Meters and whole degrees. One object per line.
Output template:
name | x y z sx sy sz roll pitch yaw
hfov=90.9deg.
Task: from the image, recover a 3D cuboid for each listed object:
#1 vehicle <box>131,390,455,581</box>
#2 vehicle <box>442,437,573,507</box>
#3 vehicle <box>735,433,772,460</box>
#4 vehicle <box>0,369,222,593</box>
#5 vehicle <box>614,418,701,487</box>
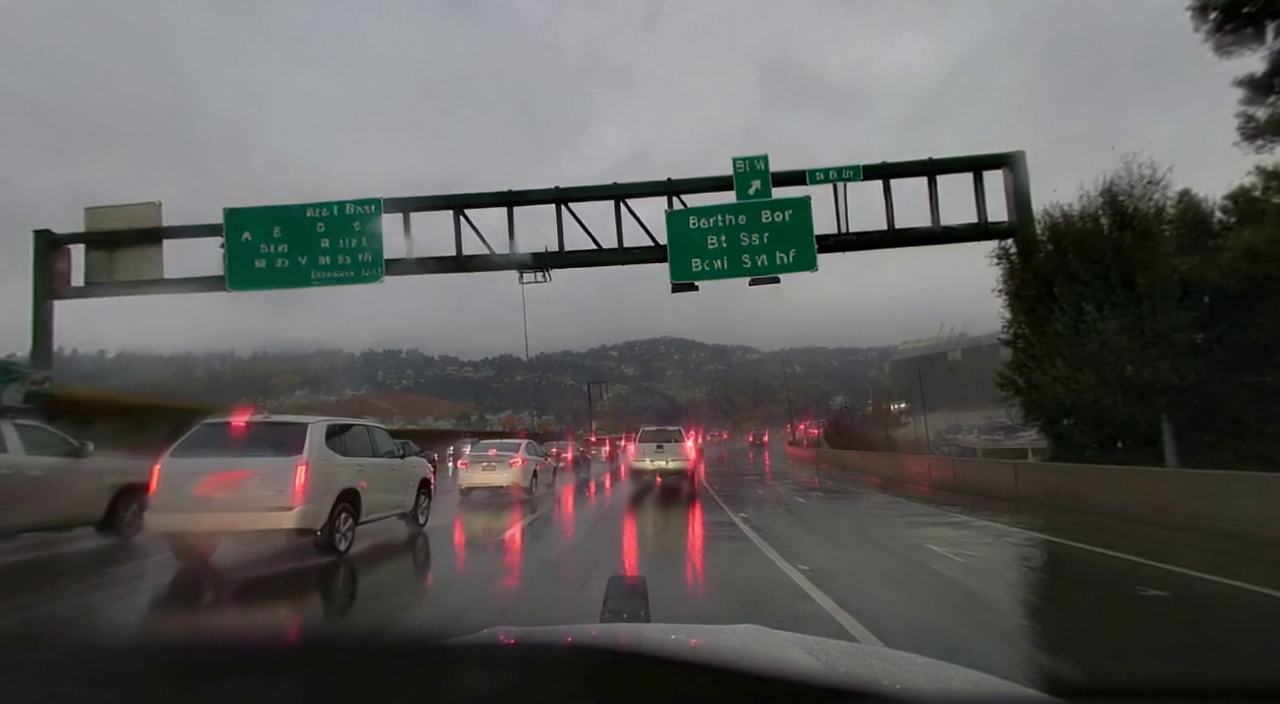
vehicle | -4.042 1.623 8.355 1.850 1.862 4.150 0 -9 1
vehicle | -3.123 2.955 16.104 1.998 1.494 5.020 0 -9 3
vehicle | 7.891 6.547 43.796 2.329 1.760 4.525 -1 -9 10
vehicle | -7.474 1.272 6.248 2.476 2.156 5.931 0 -9 1
vehicle | 0.693 3.484 22.039 2.616 2.063 5.933 0 -9 3
